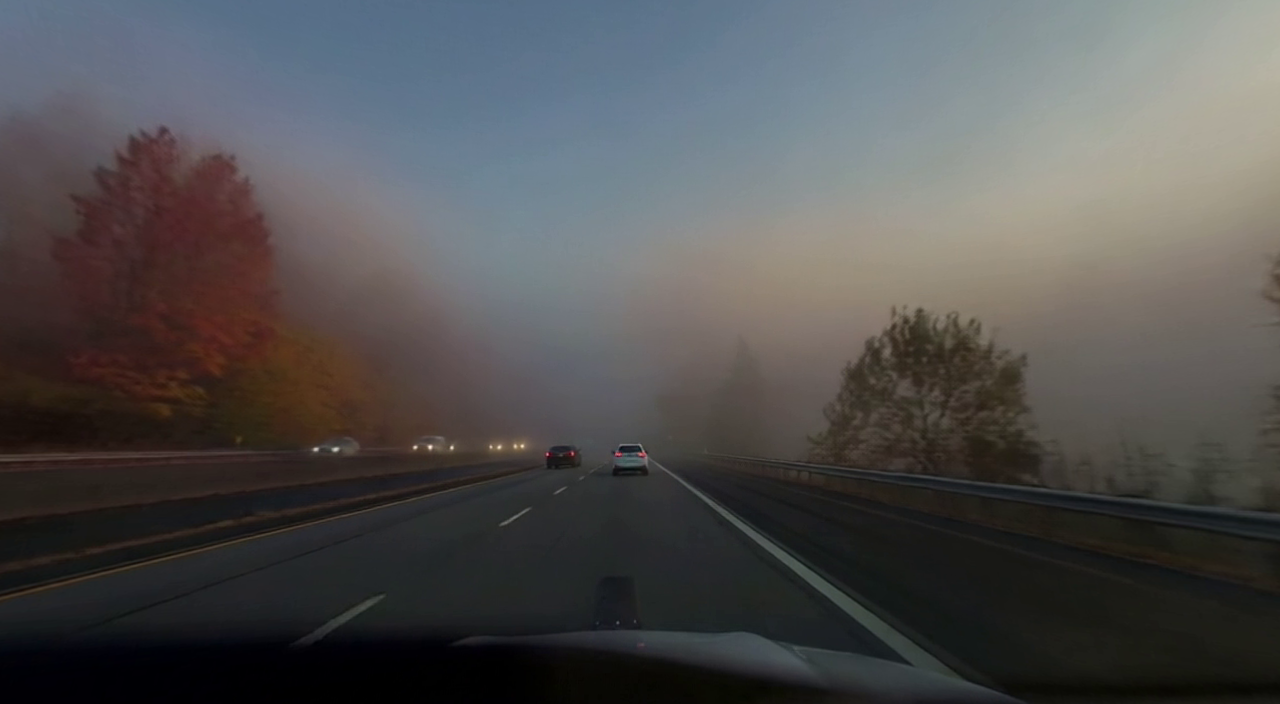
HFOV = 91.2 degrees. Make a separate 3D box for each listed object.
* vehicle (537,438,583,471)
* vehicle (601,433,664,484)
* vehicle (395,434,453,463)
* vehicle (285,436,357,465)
[{"bbox_3d":[-4.460,5.818,35.610,1.974,1.688,4.727,-1,-9,0],"label":"vehicle"},{"bbox_3d":[-0.276,3.863,22.992,2.115,1.661,4.049,0,-9,0],"label":"vehicle"},{"bbox_3d":[-13.292,6.003,38.850,1.995,1.636,4.605,-1,-9,0],"label":"vehicle"},{"bbox_3d":[-18.502,5.736,36.565,1.873,1.586,4.367,-1,-9,0],"label":"vehicle"}]
